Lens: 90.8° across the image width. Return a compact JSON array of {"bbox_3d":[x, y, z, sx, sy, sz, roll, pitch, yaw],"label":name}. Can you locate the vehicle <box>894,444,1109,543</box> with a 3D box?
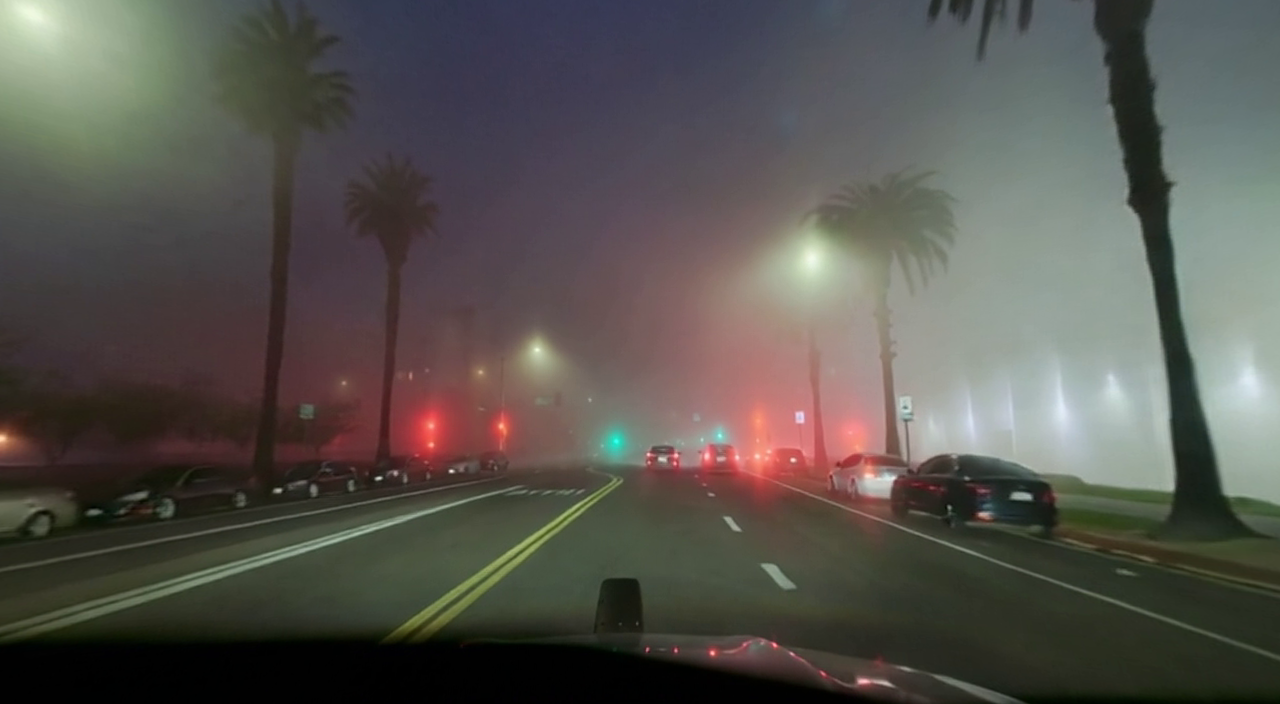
[{"bbox_3d":[6.695,2.597,12.370,1.914,1.560,4.278,-1,-8,4],"label":"vehicle"}]

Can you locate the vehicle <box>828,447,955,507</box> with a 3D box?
[{"bbox_3d":[7.088,3.524,18.377,1.932,1.464,4.475,0,-8,1],"label":"vehicle"}]

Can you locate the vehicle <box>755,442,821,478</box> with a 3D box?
[{"bbox_3d":[7.398,5.429,32.122,2.174,1.643,4.860,0,-8,0],"label":"vehicle"}]

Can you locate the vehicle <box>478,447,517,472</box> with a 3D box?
[{"bbox_3d":[-10.853,8.260,48.343,1.949,1.682,4.094,-3,-11,2],"label":"vehicle"}]

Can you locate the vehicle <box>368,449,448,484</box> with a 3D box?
[{"bbox_3d":[-11.465,5.779,31.564,2.188,1.490,4.511,-3,-12,2],"label":"vehicle"}]

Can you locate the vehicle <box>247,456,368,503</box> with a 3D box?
[{"bbox_3d":[-12.017,4.600,23.256,1.949,1.470,4.532,0,-8,0],"label":"vehicle"}]

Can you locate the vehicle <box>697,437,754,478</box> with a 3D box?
[{"bbox_3d":[3.756,4.701,28.496,2.003,1.702,4.288,0,-8,1],"label":"vehicle"}]

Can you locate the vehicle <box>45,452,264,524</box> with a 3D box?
[{"bbox_3d":[-12.330,3.542,16.585,1.933,1.502,4.649,-3,-12,2],"label":"vehicle"}]

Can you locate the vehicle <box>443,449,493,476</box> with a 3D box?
[{"bbox_3d":[-11.024,7.183,40.847,1.978,1.501,4.355,-3,-11,1],"label":"vehicle"}]

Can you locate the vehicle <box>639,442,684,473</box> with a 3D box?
[{"bbox_3d":[1.066,5.192,31.338,2.088,1.452,3.993,0,-8,2],"label":"vehicle"}]
